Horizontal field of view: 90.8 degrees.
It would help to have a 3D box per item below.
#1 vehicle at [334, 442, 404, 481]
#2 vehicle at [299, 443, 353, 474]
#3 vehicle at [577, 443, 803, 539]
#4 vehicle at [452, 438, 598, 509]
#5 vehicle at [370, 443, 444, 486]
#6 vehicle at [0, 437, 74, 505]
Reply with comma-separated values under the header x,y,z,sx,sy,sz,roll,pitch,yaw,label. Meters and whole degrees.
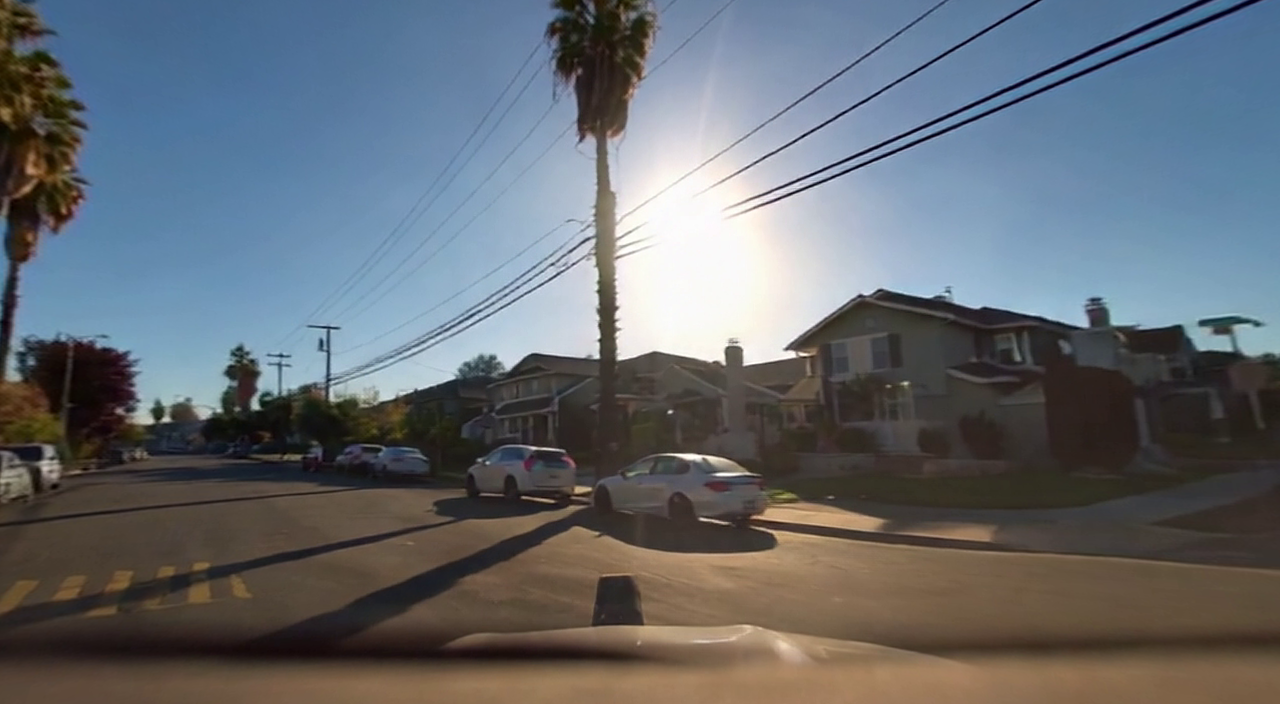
x,y,z,sx,sy,sz,roll,pitch,yaw,label
-13.635,5.411,31.642,1.922,1.761,4.633,7,-11,-39,vehicle
-20.310,6.814,40.750,2.115,1.826,4.871,6,-11,-37,vehicle
0.698,2.442,11.891,1.786,1.437,4.448,6,-10,-35,vehicle
-3.221,3.179,17.056,1.943,1.623,4.471,7,-11,-38,vehicle
-10.062,4.748,27.051,1.894,1.675,4.294,6,-10,-34,vehicle
-20.344,3.780,20.507,2.300,1.943,5.744,6,-10,-36,vehicle
